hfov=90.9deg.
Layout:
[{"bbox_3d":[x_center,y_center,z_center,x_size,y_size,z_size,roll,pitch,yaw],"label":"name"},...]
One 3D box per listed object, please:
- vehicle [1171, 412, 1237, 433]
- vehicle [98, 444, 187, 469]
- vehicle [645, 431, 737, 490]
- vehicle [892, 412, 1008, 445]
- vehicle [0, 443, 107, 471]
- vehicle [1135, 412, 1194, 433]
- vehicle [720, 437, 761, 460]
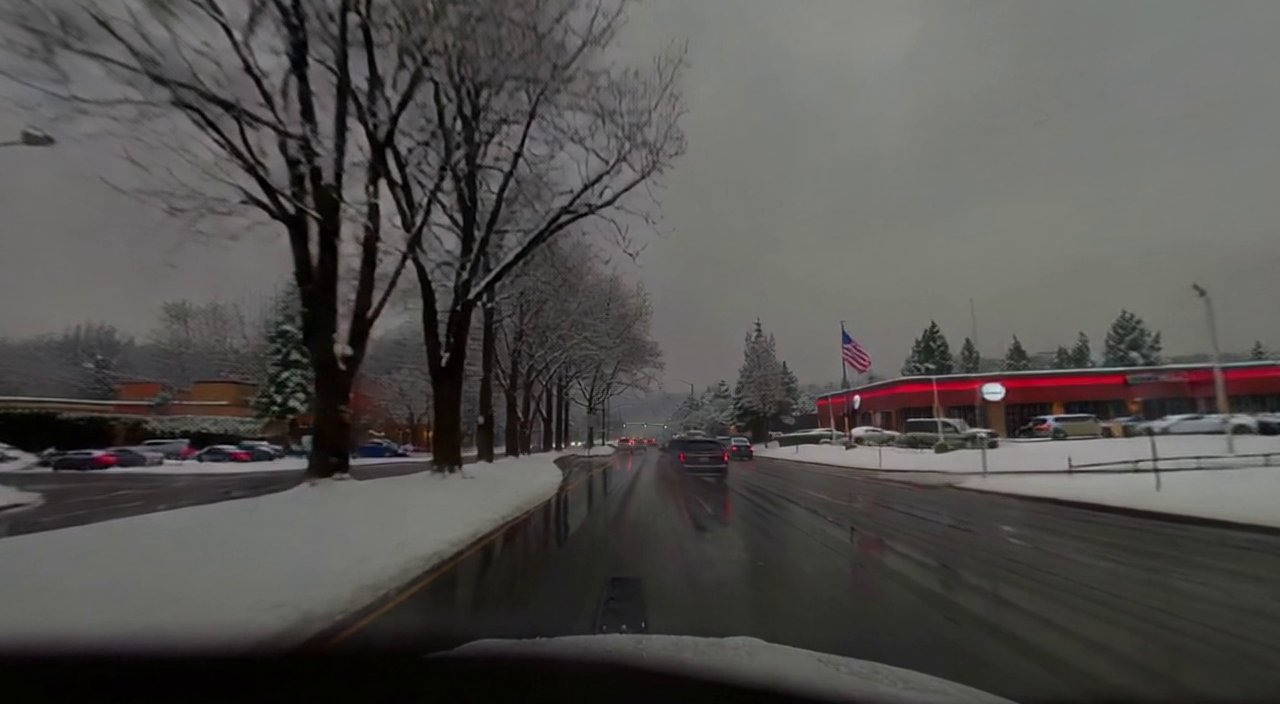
[{"bbox_3d":[43.410,5.497,48.647,1.910,1.454,4.183,-2,-9,13],"label":"vehicle"},{"bbox_3d":[-33.545,7.046,42.587,4.214,1.609,2.092,0,-8,-2],"label":"vehicle"},{"bbox_3d":[1.320,3.114,18.471,2.091,1.472,4.697,0,-8,-3],"label":"vehicle"},{"bbox_3d":[19.591,4.900,40.049,6.173,1.962,2.208,0,-9,0],"label":"vehicle"},{"bbox_3d":[-39.439,7.052,42.427,5.172,1.747,2.002,0,-8,0],"label":"vehicle"},{"bbox_3d":[40.932,5.581,49.315,1.920,1.478,4.241,-2,-9,16],"label":"vehicle"},{"bbox_3d":[6.844,6.655,43.445,2.016,1.479,4.532,0,-8,-1],"label":"vehicle"}]
